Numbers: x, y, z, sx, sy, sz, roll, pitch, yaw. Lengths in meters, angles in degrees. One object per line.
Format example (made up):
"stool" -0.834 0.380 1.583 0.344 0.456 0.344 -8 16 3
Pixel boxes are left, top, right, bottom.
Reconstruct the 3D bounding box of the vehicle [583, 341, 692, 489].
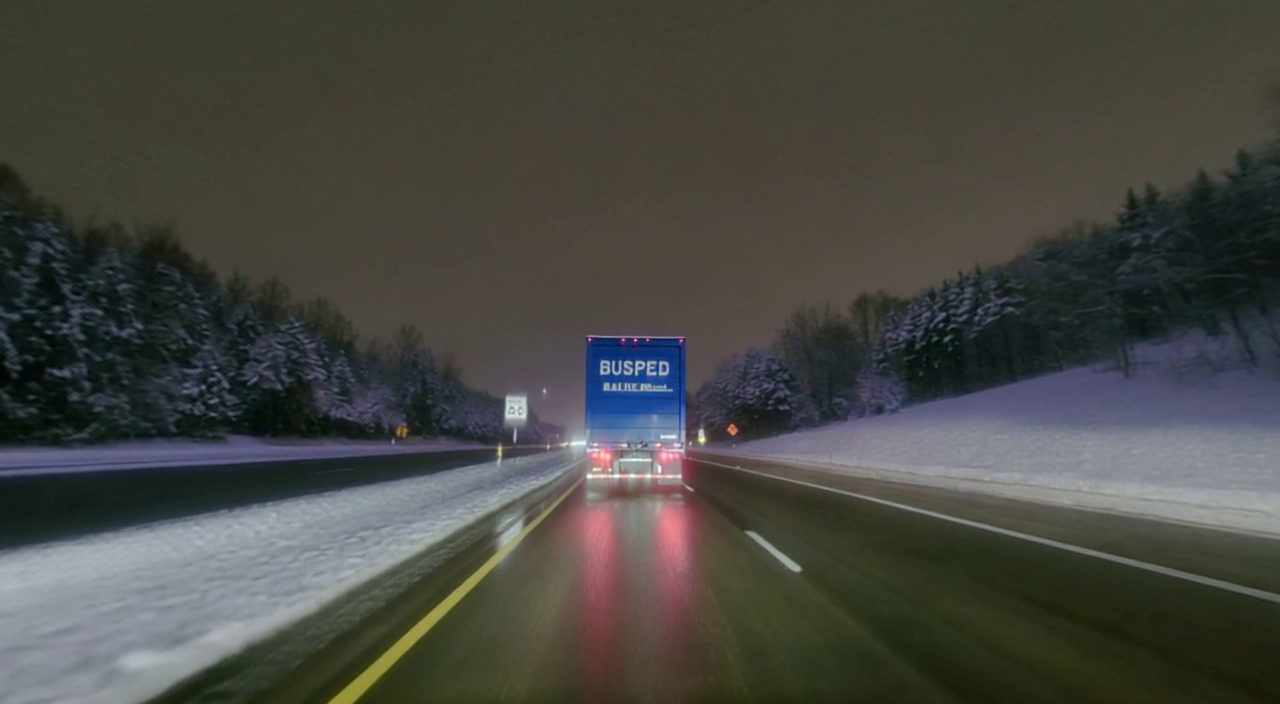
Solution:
"vehicle" -0.221 2.250 21.070 2.870 3.911 8.697 0 -8 -2
